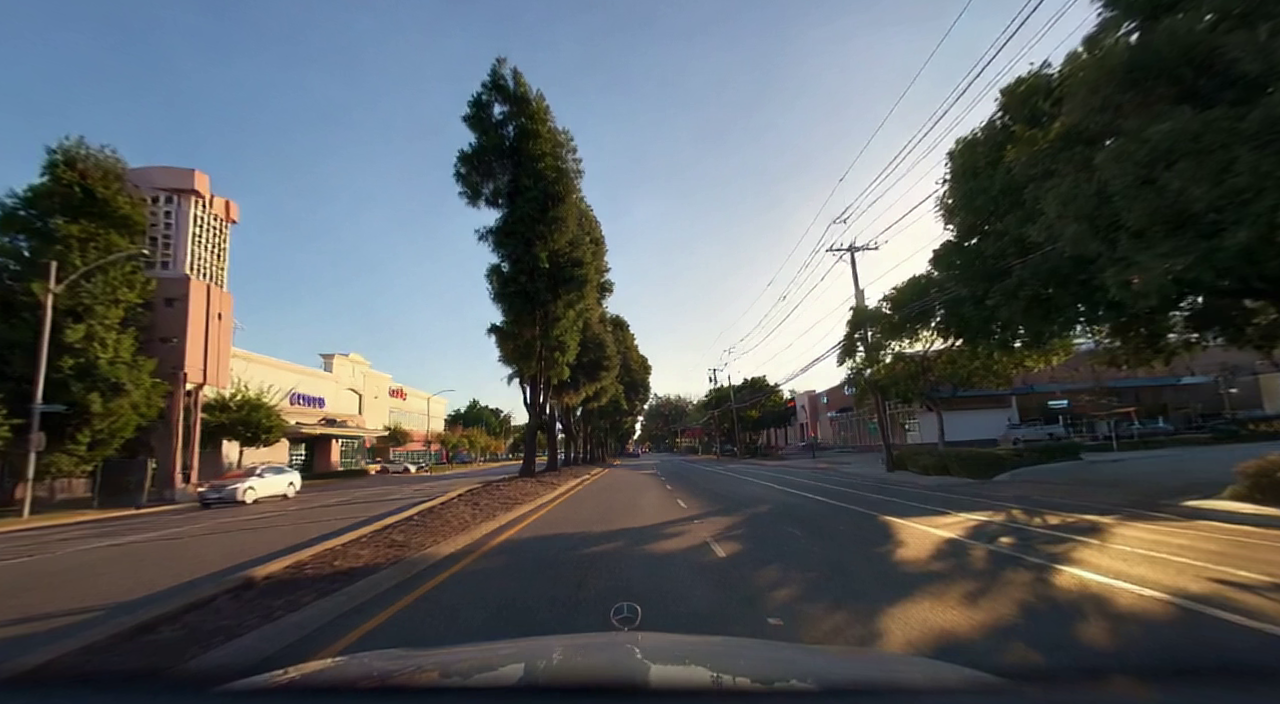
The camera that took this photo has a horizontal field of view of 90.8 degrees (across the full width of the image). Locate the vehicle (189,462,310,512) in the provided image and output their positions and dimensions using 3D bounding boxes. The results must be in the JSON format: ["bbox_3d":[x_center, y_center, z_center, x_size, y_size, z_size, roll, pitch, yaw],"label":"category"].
[{"bbox_3d":[-15.415,5.304,25.268,2.012,1.671,4.380,0,-9,0],"label":"vehicle"}]
